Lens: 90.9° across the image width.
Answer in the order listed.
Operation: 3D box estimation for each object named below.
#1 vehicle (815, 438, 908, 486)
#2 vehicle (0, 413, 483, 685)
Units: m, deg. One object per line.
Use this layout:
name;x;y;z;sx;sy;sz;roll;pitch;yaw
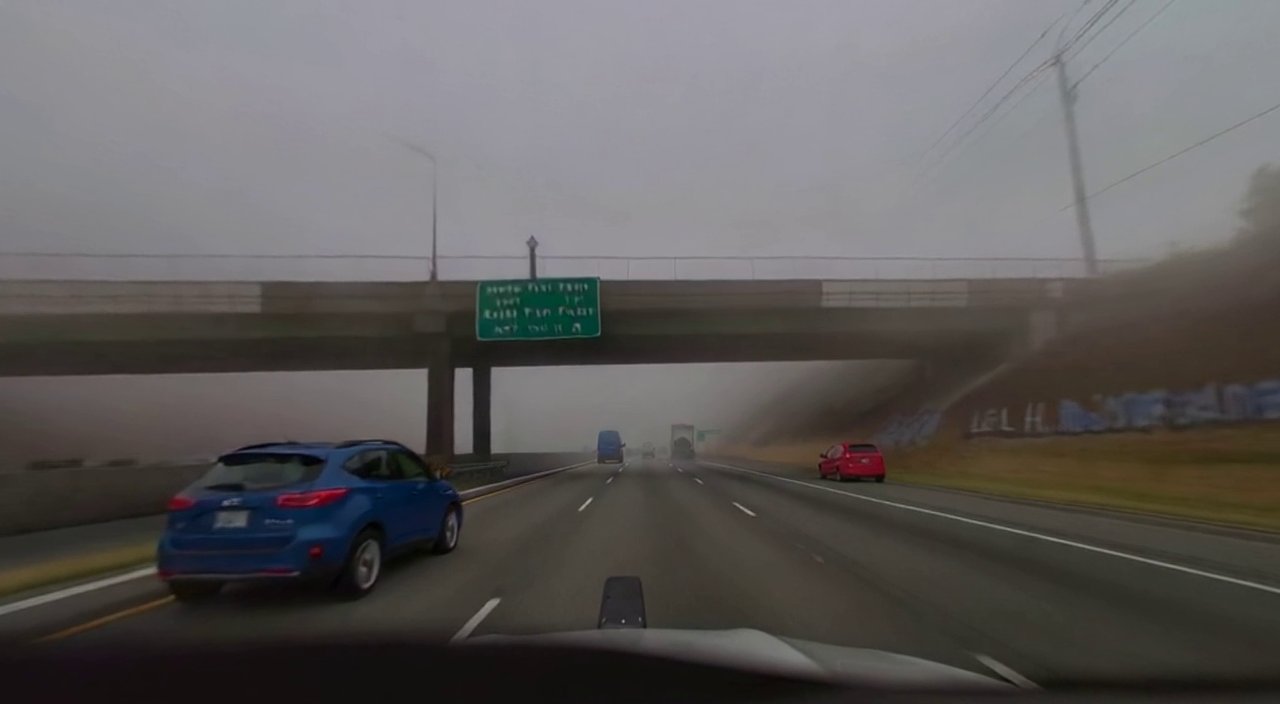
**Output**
vehicle;8.297;4.159;24.054;1.936;1.664;4.198;0;-9;-1
vehicle;-3.111;1.452;5.881;2.029;1.472;4.721;0;-9;1
